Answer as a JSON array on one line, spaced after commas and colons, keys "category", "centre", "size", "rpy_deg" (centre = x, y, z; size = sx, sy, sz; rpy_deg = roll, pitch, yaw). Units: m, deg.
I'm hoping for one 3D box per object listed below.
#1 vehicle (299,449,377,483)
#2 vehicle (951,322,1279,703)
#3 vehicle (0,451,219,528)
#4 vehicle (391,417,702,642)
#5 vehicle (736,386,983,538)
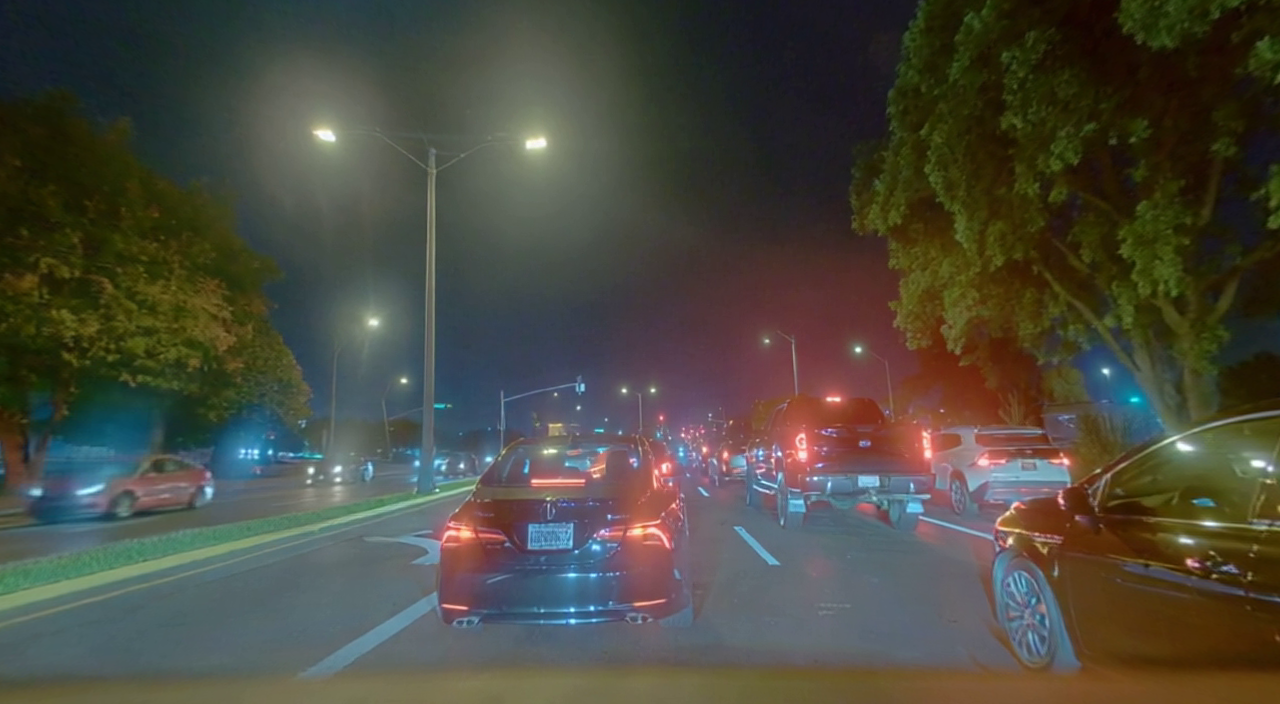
[{"category": "vehicle", "centre": [-16.100, 6.077, 33.727], "size": [2.000, 1.656, 4.160], "rpy_deg": [0, -9, 1]}, {"category": "vehicle", "centre": [3.158, 0.760, 2.092], "size": [1.982, 1.709, 4.427], "rpy_deg": [0, -9, 1]}, {"category": "vehicle", "centre": [-12.726, 3.199, 15.231], "size": [1.882, 1.538, 4.382], "rpy_deg": [0, -8, 1]}, {"category": "vehicle", "centre": [-0.581, 1.502, 6.336], "size": [2.111, 1.506, 4.018], "rpy_deg": [0, -8, 2]}, {"category": "vehicle", "centre": [3.510, 1.960, 11.701], "size": [2.444, 2.098, 5.766], "rpy_deg": [0, -9, -1]}]
